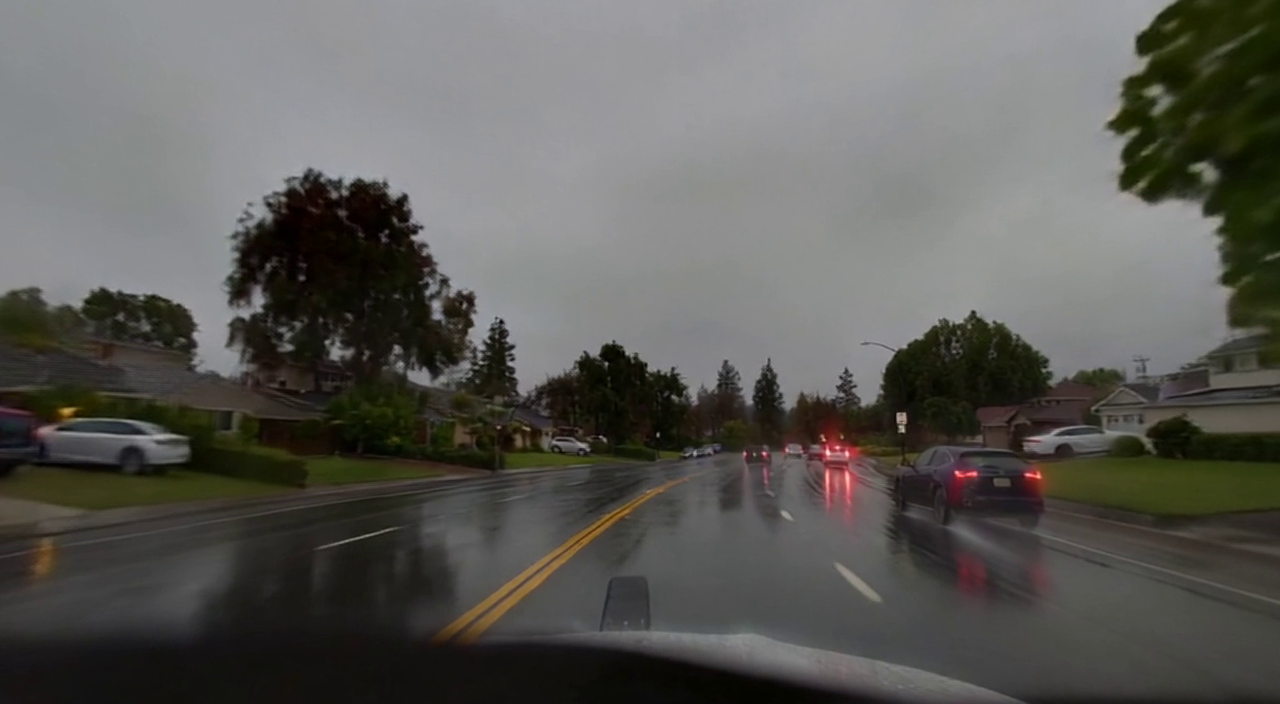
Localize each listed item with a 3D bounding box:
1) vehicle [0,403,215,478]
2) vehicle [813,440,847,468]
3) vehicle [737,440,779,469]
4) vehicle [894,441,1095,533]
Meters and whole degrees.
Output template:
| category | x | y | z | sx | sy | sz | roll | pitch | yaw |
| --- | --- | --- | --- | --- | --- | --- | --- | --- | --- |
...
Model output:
| category | x | y | z | sx | sy | sz | roll | pitch | yaw |
| --- | --- | --- | --- | --- | --- | --- | --- | --- | --- |
| vehicle | -16.363 | 2.689 | 19.295 | 4.984 | 1.812 | 2.354 | 3 | -7 | 4 |
| vehicle | 13.835 | 7.403 | 46.122 | 2.059 | 1.924 | 4.257 | -2 | -9 | 13 |
| vehicle | 7.504 | 6.442 | 39.762 | 2.106 | 1.667 | 4.367 | -3 | -9 | 16 |
| vehicle | 6.808 | 2.586 | 12.761 | 1.934 | 1.506 | 4.282 | -1 | -8 | 6 |
